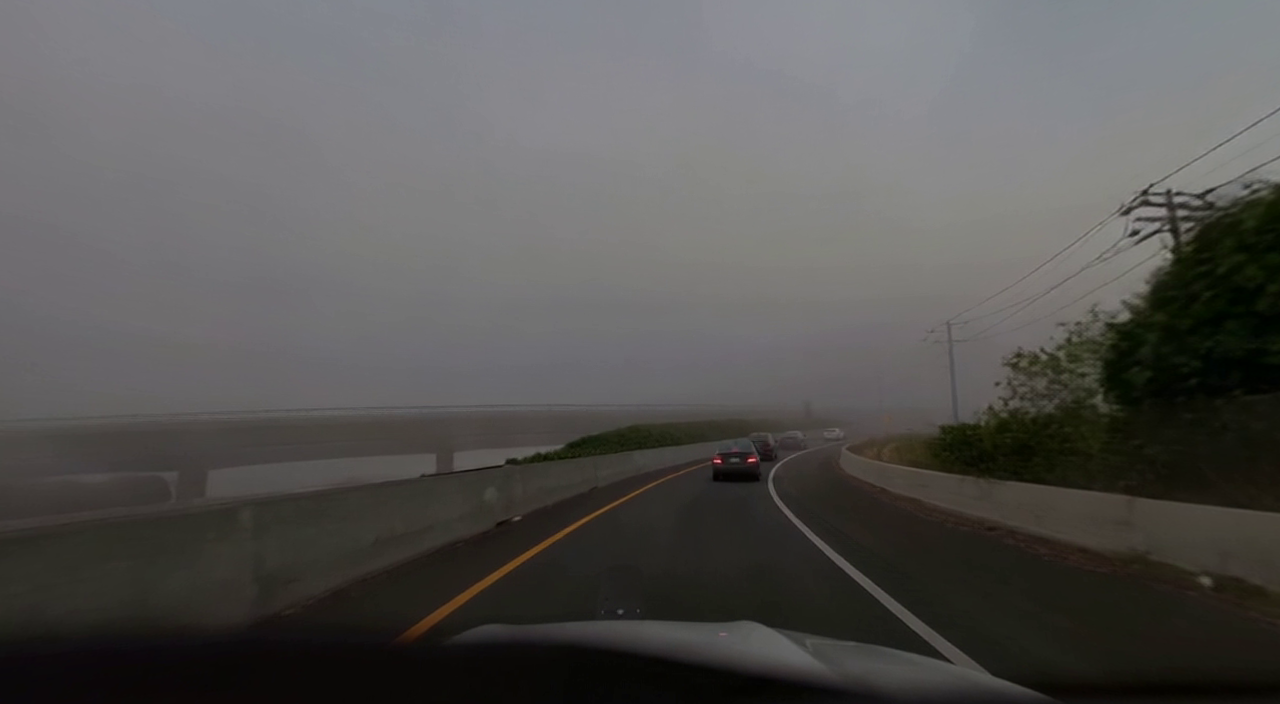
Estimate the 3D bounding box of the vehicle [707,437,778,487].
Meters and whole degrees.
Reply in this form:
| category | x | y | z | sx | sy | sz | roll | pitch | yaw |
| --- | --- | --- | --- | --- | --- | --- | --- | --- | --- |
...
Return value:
| category | x | y | z | sx | sy | sz | roll | pitch | yaw |
| --- | --- | --- | --- | --- | --- | --- | --- | --- | --- |
| vehicle | 3.450 | 3.627 | 21.146 | 2.091 | 1.482 | 4.321 | -2 | -9 | 10 |
